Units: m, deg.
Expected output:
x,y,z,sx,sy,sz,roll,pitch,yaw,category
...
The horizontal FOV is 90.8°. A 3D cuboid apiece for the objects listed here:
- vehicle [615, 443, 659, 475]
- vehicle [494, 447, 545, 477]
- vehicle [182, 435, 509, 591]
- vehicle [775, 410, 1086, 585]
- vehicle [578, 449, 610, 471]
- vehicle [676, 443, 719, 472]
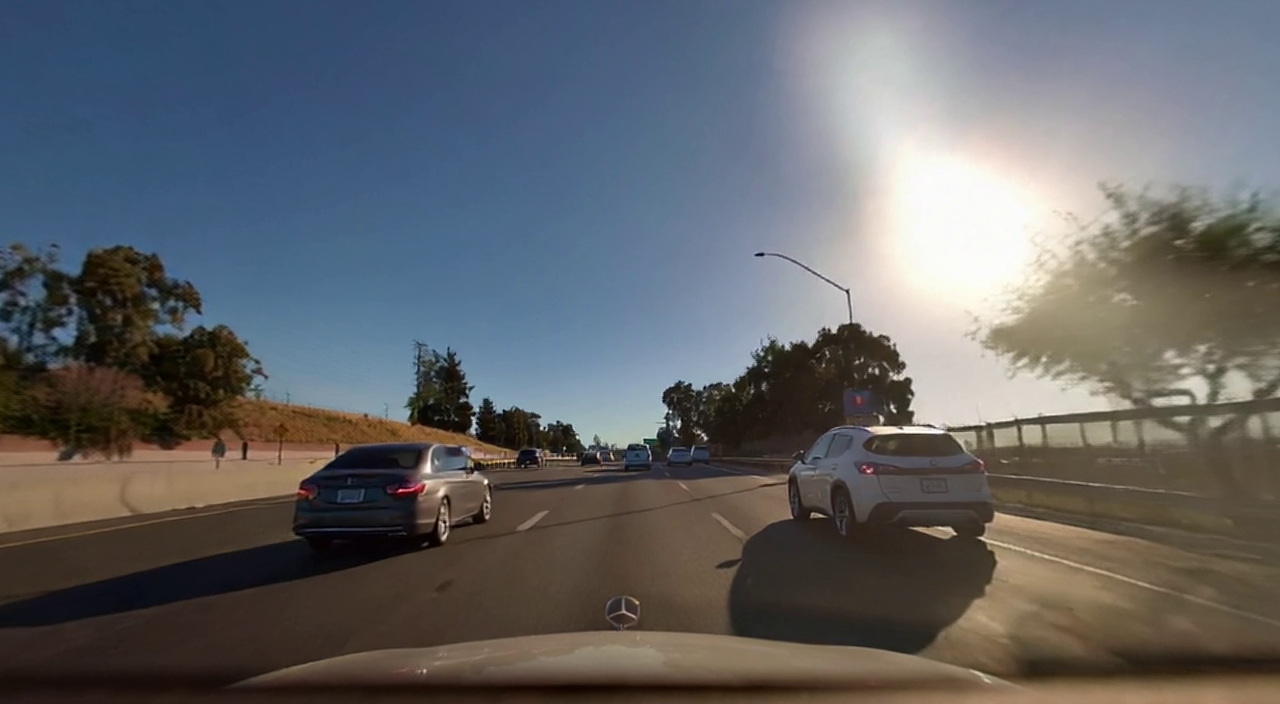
x,y,z,sx,sy,sz,roll,pitch,yaw,category
-0.167,6.153,36.663,2.408,1.748,4.217,0,-8,0,vehicle
-6.717,6.179,35.736,1.980,1.519,4.147,0,-8,2,vehicle
-3.407,1.940,8.674,2.130,1.514,4.766,0,-8,1,vehicle
3.385,1.779,8.624,2.029,1.716,4.545,0,-8,-1,vehicle
-3.377,8.025,47.041,1.968,1.473,4.209,0,-8,2,vehicle
3.615,6.767,40.650,2.320,1.735,4.408,0,-8,0,vehicle
